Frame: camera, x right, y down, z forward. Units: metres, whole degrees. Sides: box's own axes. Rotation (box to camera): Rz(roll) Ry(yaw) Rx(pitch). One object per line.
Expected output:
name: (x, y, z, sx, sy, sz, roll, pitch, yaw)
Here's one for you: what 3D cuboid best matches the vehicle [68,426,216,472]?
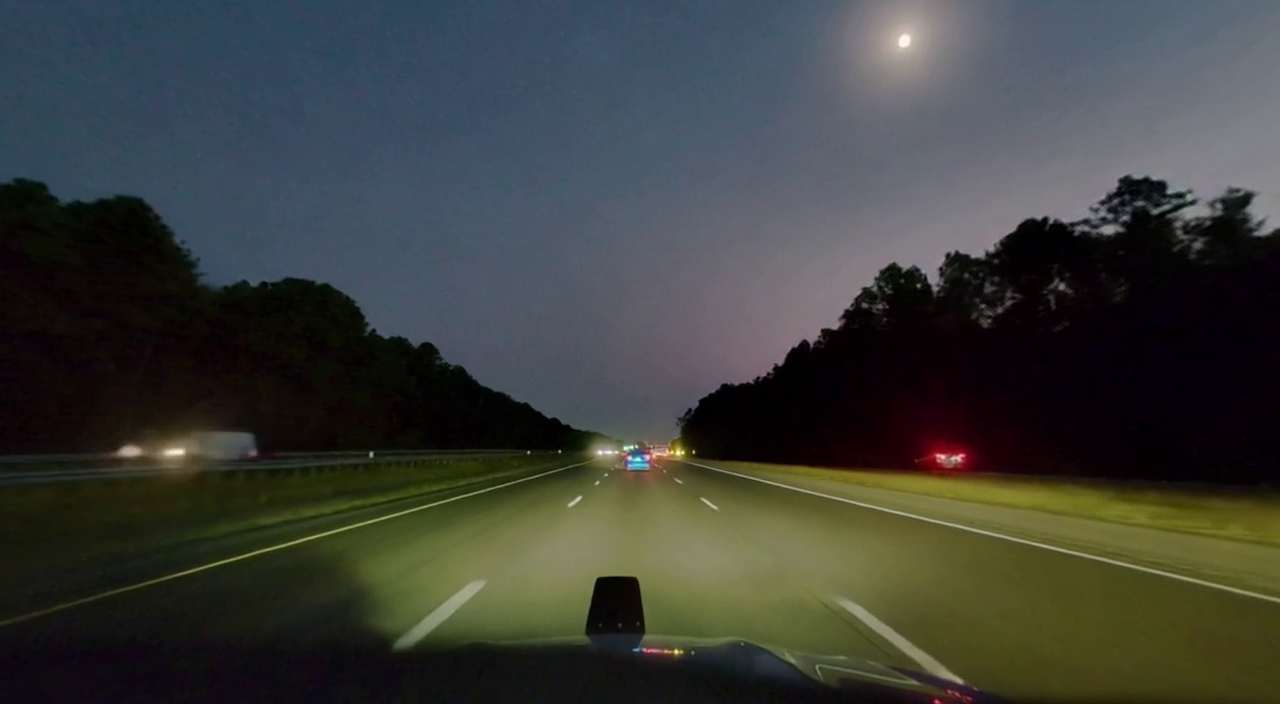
vehicle: (-18.915, 3.733, 24.302, 1.945, 1.560, 4.573, 0, -9, 0)
